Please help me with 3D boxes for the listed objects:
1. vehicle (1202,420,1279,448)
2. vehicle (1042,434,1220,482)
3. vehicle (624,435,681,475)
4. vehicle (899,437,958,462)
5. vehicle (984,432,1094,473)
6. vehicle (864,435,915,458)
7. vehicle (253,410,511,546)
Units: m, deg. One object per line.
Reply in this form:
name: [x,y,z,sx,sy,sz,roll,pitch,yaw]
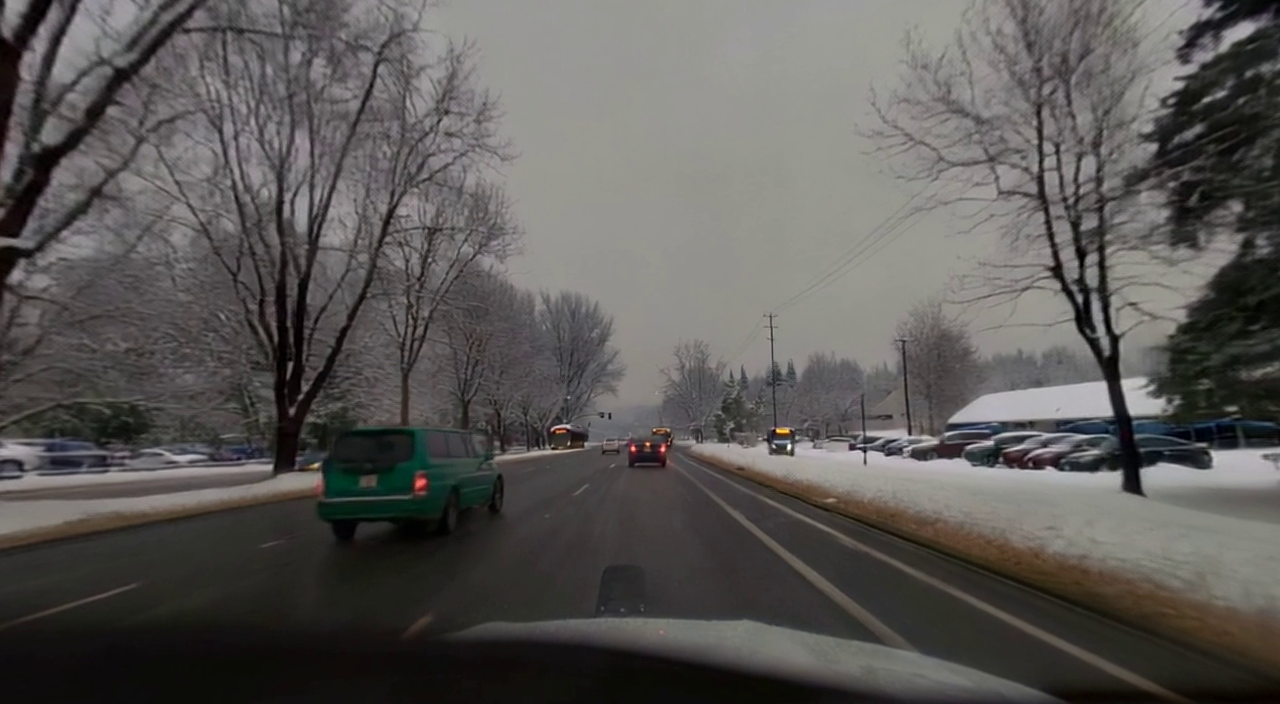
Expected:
vehicle: [33.062,4.409,33.727,4.215,1.462,1.883,0,-9,-2]
vehicle: [18.890,4.112,24.796,2.229,1.661,5.991,0,-9,1]
vehicle: [0.456,4.192,25.814,2.123,1.498,4.226,0,-9,-1]
vehicle: [18.970,6.415,41.673,1.826,1.532,4.290,0,-9,-1]
vehicle: [18.833,4.778,30.081,1.965,1.749,4.838,0,-9,-1]
vehicle: [18.874,7.179,47.982,1.841,1.680,4.842,0,-9,-1]
vehicle: [-3.576,1.850,9.835,2.148,1.636,4.199,0,-9,1]
